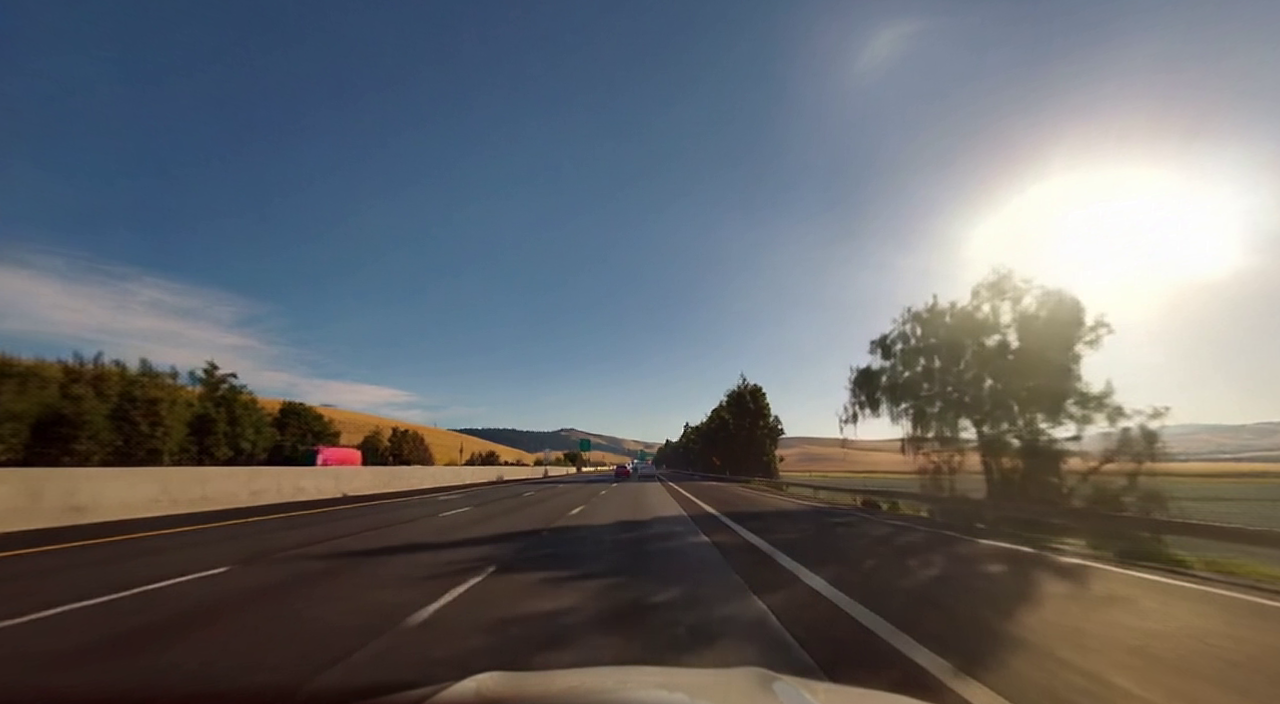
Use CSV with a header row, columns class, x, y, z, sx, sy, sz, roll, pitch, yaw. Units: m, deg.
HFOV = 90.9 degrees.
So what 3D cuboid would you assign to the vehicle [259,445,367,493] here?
class,x,y,z,sx,sy,sz,roll,pitch,yaw
vehicle,-18.765,6.780,36.685,2.335,2.469,7.028,1,-10,1
